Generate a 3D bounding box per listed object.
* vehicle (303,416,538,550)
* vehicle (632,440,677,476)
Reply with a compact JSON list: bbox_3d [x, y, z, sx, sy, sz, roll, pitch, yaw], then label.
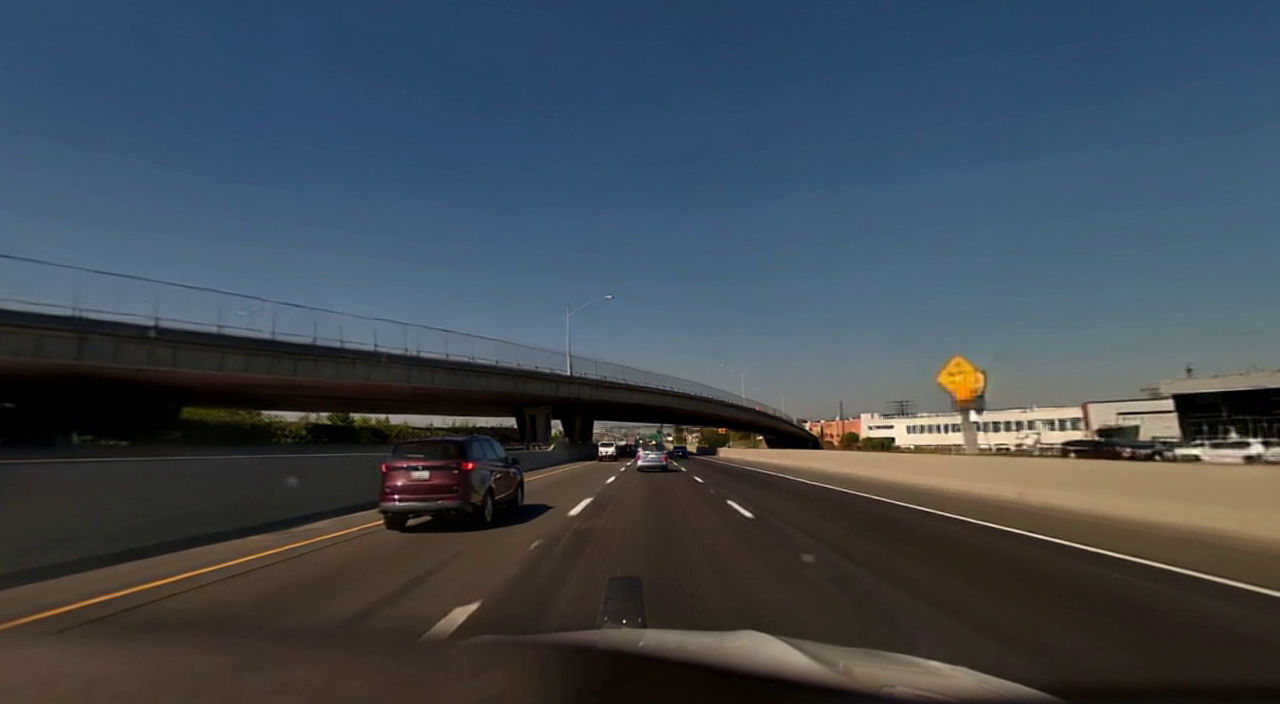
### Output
[{"bbox_3d":[-3.293,2.087,10.751,2.239,1.761,4.620,0,-8,2],"label":"vehicle"},{"bbox_3d":[0.660,4.986,29.892,2.000,1.558,3.945,0,-8,0],"label":"vehicle"}]
